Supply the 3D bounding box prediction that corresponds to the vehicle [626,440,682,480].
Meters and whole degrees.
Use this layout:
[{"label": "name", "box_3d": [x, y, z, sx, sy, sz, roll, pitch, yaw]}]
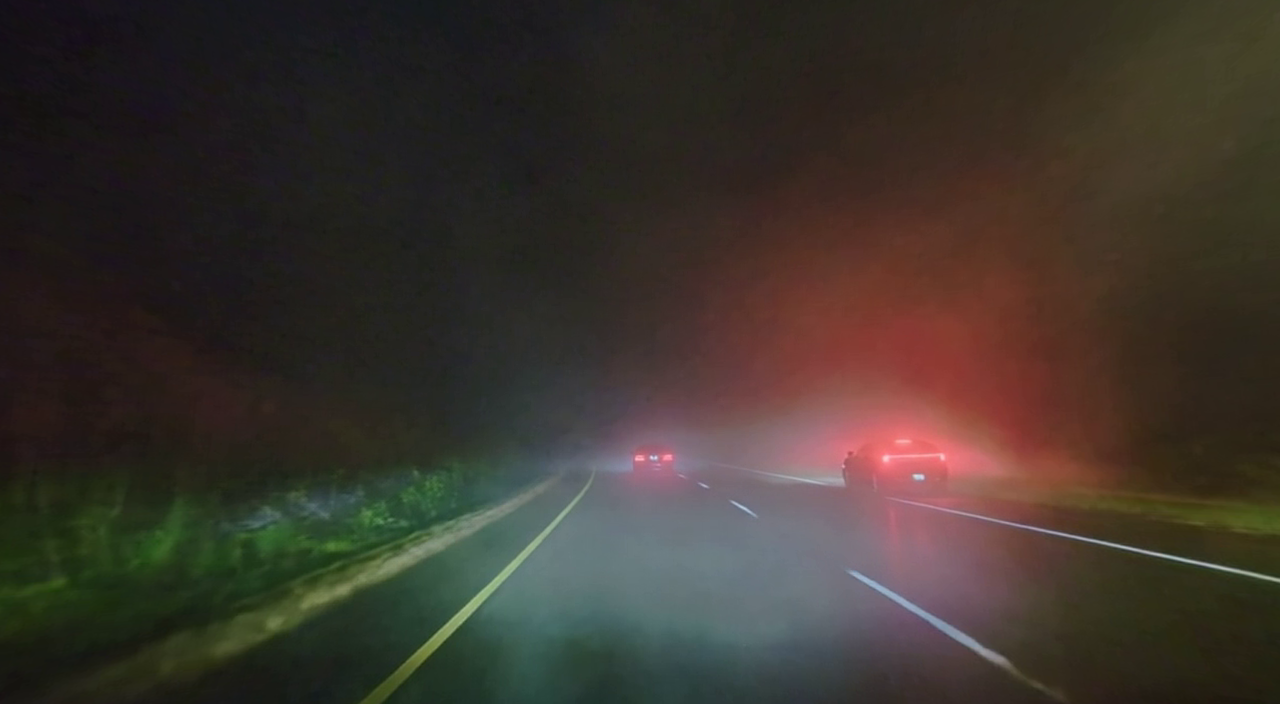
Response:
[{"label": "vehicle", "box_3d": [0.497, 4.416, 26.105, 2.029, 1.474, 4.183, 0, -8, -2]}]
